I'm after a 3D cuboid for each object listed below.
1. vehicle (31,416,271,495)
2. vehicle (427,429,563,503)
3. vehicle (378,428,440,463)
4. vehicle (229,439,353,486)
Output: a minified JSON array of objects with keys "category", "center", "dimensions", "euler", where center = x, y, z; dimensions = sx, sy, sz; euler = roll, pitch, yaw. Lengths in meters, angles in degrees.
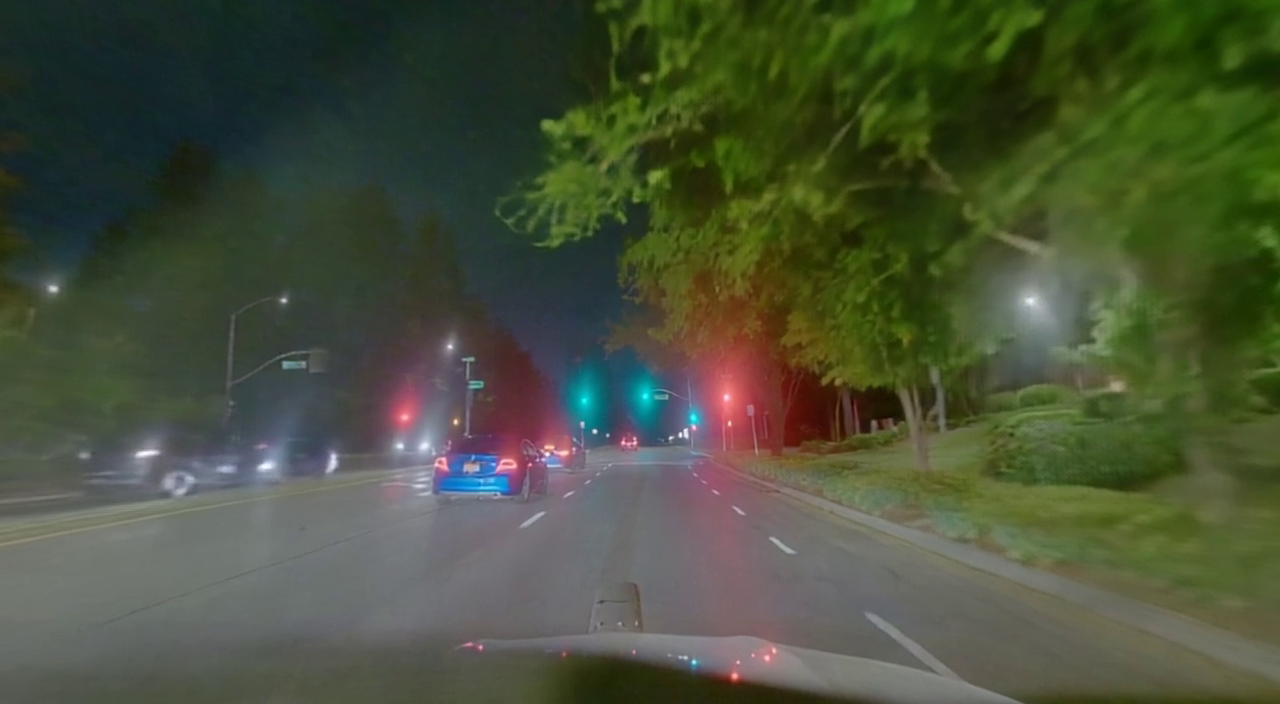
[{"category":"vehicle","center":[-16.380,3.551,22.026],"dimensions":[2.734,2.261,6.993],"euler":[0,-9,0]},{"category":"vehicle","center":[-3.259,2.689,15.310],"dimensions":[2.038,1.486,4.678],"euler":[0,-9,2]},{"category":"vehicle","center":[-16.737,6.830,46.112],"dimensions":[2.496,2.351,5.293],"euler":[0,-9,0]},{"category":"vehicle","center":[-12.499,3.973,23.028],"dimensions":[1.966,1.496,4.470],"euler":[0,-9,0]}]
